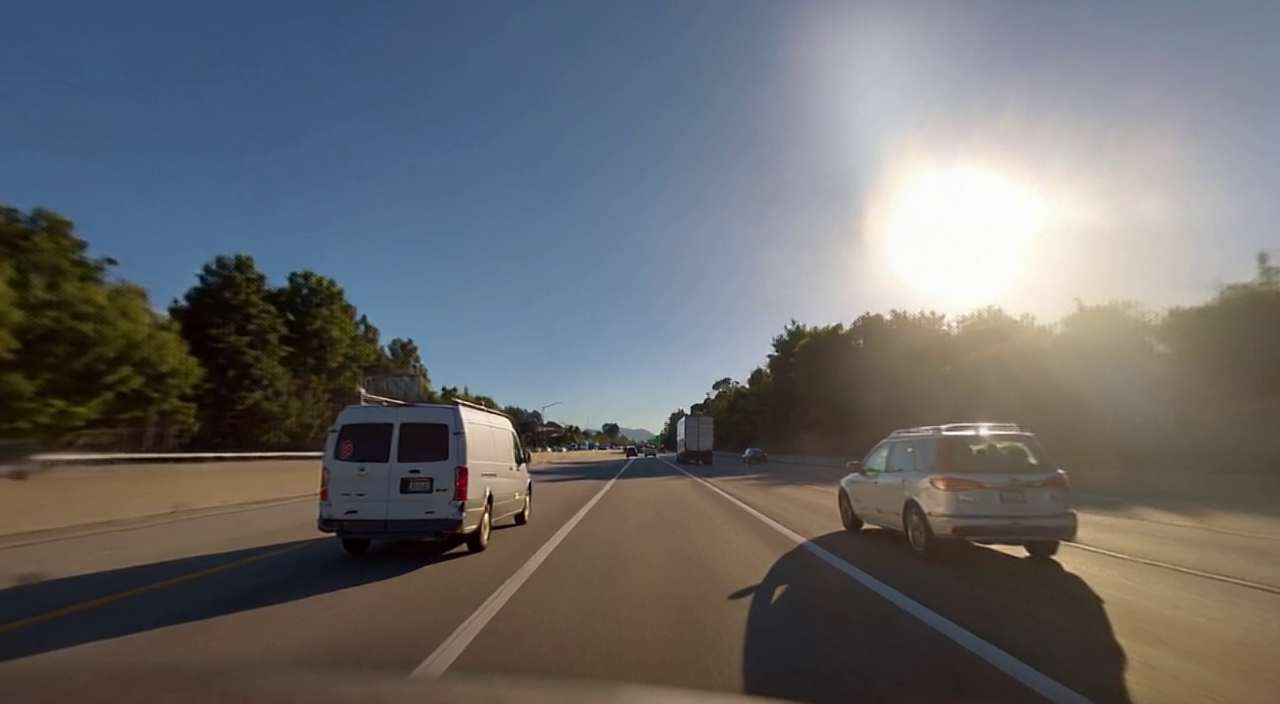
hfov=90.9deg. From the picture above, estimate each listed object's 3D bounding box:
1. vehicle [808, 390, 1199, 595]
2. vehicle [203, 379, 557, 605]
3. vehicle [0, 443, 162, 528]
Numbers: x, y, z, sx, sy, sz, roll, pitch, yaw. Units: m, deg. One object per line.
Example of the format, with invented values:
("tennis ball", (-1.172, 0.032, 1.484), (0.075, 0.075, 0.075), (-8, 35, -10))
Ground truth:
("vehicle", (3.965, 1.628, 8.199), (2.209, 1.862, 4.717), (0, -8, -1))
("vehicle", (-2.595, 1.589, 8.164), (2.159, 1.922, 5.345), (0, -8, 2))
("vehicle", (-11.897, 2.560, 12.604), (1.705, 1.445, 3.705), (0, -8, 1))
